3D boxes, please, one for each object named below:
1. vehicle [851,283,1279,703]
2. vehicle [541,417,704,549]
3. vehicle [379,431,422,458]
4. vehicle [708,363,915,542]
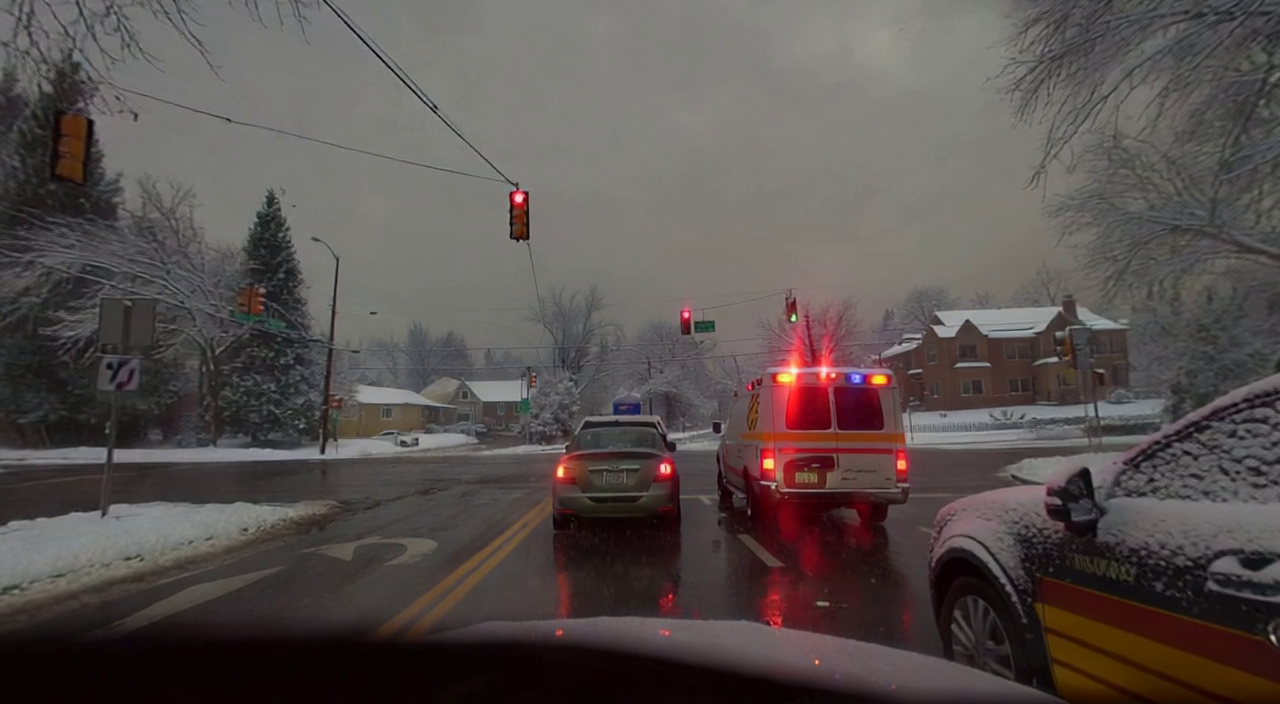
[{"bbox_3d":[2.857,0.893,2.862,2.194,1.820,4.652,0,-8,0],"label":"vehicle"},{"bbox_3d":[-0.261,1.986,10.187,2.114,1.707,3.725,0,-8,-1],"label":"vehicle"},{"bbox_3d":[-17.718,6.882,46.861,2.246,1.880,4.454,1,-8,-12],"label":"vehicle"},{"bbox_3d":[2.881,1.904,12.366,2.406,2.687,5.521,0,-8,0],"label":"vehicle"}]
